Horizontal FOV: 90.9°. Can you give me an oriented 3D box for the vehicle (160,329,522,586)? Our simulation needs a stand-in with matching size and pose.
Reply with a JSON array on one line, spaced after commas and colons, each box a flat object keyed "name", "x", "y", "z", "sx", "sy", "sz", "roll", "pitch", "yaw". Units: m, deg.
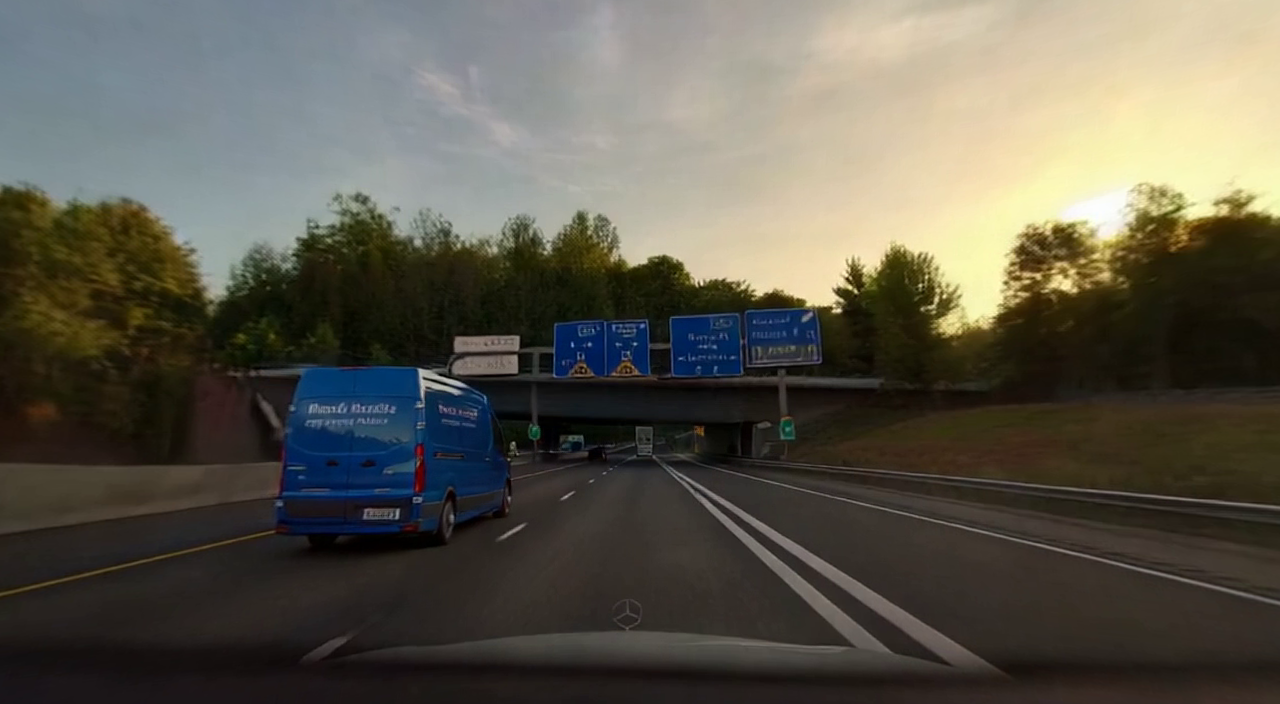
[{"name": "vehicle", "x": -3.701, "y": 1.583, "z": 10.032, "sx": 2.320, "sy": 2.636, "sz": 7.021, "roll": 0, "pitch": -9, "yaw": 0}]
